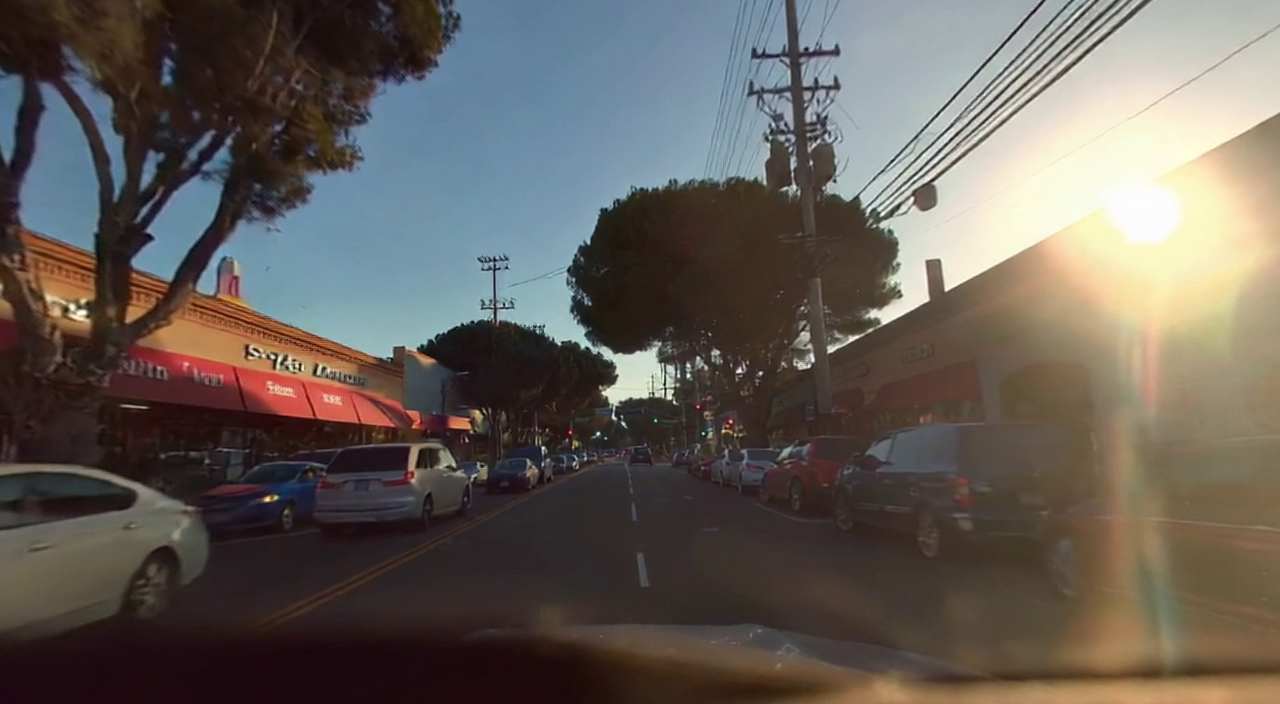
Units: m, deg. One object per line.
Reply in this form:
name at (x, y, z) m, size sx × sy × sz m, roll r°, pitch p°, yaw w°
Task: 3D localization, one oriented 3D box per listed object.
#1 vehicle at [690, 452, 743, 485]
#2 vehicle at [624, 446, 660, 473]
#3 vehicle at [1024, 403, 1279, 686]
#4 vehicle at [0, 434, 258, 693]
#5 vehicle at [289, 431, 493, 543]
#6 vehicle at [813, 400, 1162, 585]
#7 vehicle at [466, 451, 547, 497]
vehicle at (3.776, 5.814, 31.918) m, size 1.921 × 1.440 × 4.382 m, roll -1°, pitch -8°, yaw -3°
vehicle at (0.110, 7.847, 46.348) m, size 2.440 × 1.882 × 4.611 m, roll 0°, pitch -9°, yaw -2°
vehicle at (4.829, 1.229, 4.214) m, size 1.882 × 1.704 × 4.055 m, roll 0°, pitch -9°, yaw -1°
vehicle at (-4.849, 1.420, 4.394) m, size 2.006 × 1.492 × 4.461 m, roll -2°, pitch -11°, yaw -6°
vehicle at (-4.725, 2.630, 13.033) m, size 2.341 × 1.825 × 4.924 m, roll 0°, pitch -9°, yaw -2°
vehicle at (4.512, 1.931, 9.519) m, size 2.243 × 1.992 × 5.087 m, roll 0°, pitch -9°, yaw -1°
vehicle at (-4.765, 4.414, 23.251) m, size 2.053 × 1.485 × 4.540 m, roll 0°, pitch -9°, yaw -1°
